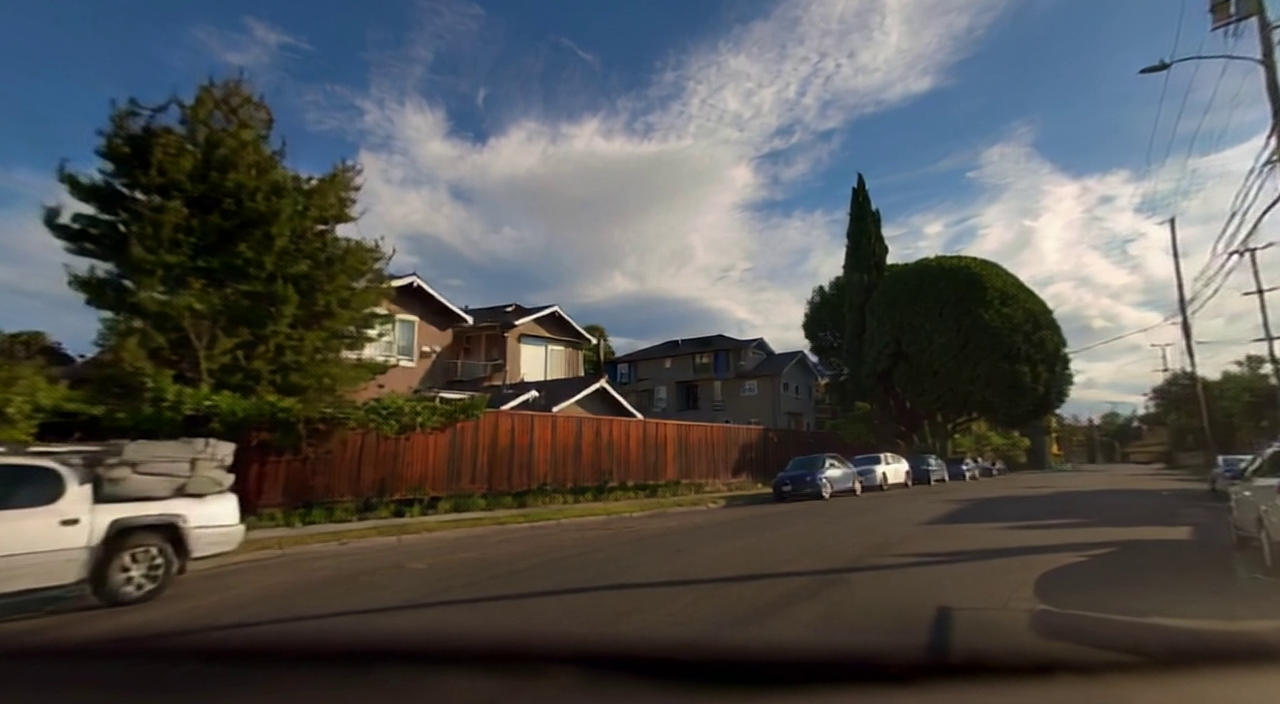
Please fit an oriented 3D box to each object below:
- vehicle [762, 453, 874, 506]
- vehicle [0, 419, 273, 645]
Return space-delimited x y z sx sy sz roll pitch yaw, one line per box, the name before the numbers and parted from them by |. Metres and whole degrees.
vehicle | 5.964 4.092 20.810 1.930 1.478 4.731 -6 -11 36
vehicle | -5.437 1.290 4.694 2.082 1.547 4.217 -3 -9 21
